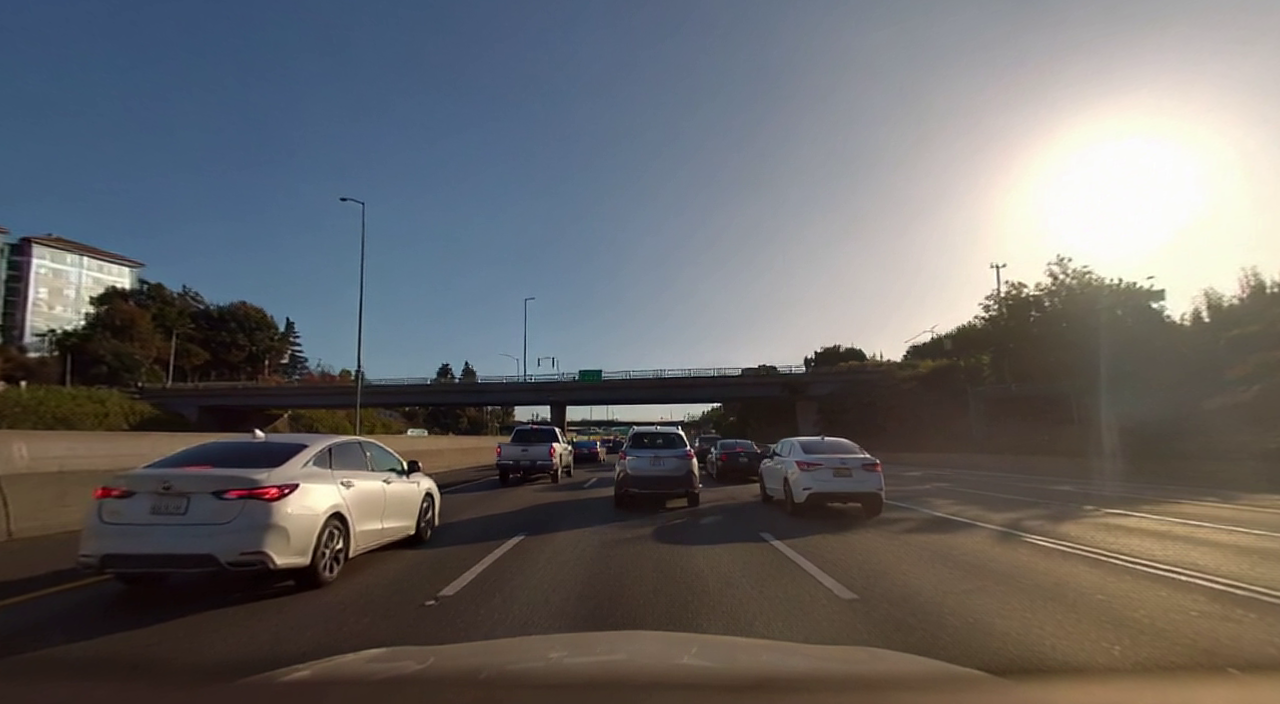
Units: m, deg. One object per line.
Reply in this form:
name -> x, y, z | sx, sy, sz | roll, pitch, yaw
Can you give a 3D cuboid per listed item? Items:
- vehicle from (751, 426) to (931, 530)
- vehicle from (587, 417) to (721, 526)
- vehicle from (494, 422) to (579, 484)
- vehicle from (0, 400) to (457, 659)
vehicle -> 3.642, 2.378, 12.475 | 2.022, 1.633, 4.651 | 0, -9, 0
vehicle -> 0.238, 2.274, 12.439 | 2.181, 1.756, 4.167 | 0, -9, 0
vehicle -> -3.891, 3.961, 24.915 | 2.212, 2.101, 6.052 | 0, -9, 1
vehicle -> -3.600, 1.454, 6.343 | 2.014, 1.579, 4.761 | 0, -9, 1
